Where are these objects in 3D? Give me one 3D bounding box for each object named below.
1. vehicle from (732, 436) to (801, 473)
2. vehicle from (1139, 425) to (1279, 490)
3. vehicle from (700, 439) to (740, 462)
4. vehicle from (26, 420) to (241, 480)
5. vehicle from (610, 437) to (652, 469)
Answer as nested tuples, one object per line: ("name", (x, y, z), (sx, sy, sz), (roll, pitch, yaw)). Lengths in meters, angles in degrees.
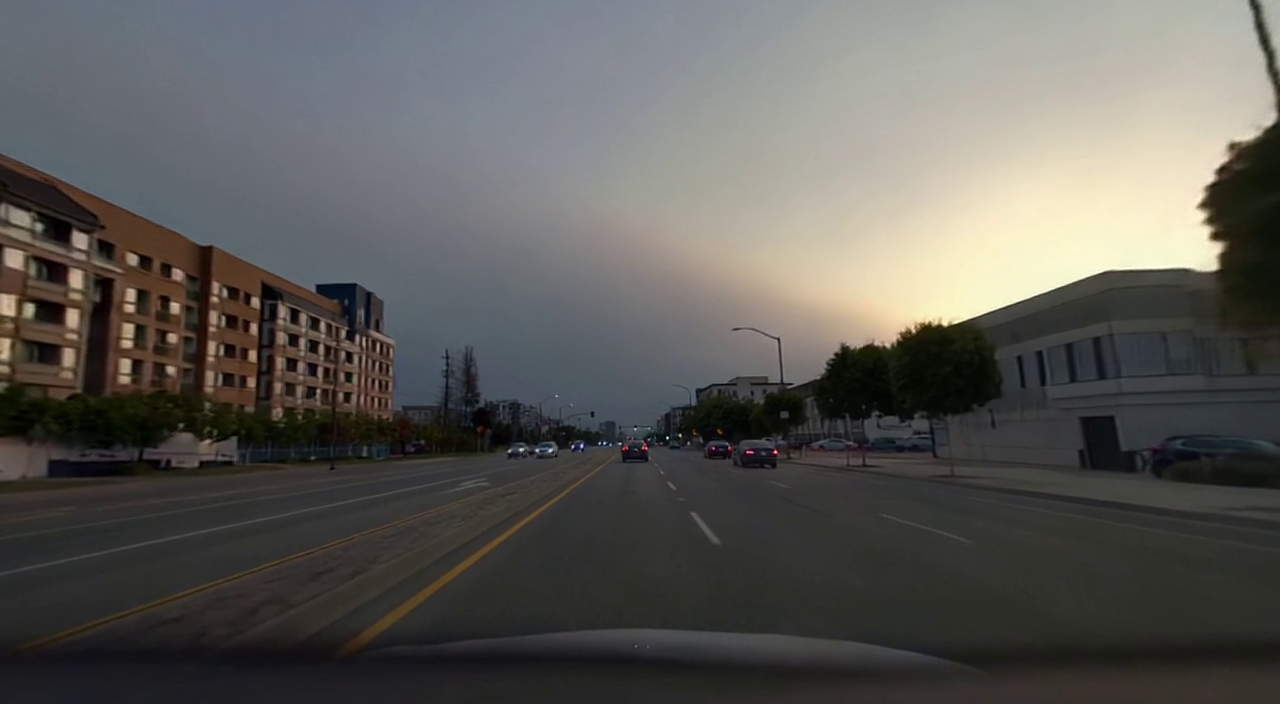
("vehicle", (5.832, 4.778, 29.611), (2.121, 1.557, 4.898), (0, -9, -1))
("vehicle", (20.449, 3.598, 21.708), (2.286, 1.948, 4.949), (0, -9, -1))
("vehicle", (5.618, 6.946, 44.590), (2.154, 1.554, 4.149), (0, -9, -2))
("vehicle", (-33.192, 6.474, 42.455), (4.125, 3.409, 11.667), (-1, -8, 5))
("vehicle", (-0.471, 5.295, 33.216), (2.106, 1.553, 3.964), (0, -8, -1))
